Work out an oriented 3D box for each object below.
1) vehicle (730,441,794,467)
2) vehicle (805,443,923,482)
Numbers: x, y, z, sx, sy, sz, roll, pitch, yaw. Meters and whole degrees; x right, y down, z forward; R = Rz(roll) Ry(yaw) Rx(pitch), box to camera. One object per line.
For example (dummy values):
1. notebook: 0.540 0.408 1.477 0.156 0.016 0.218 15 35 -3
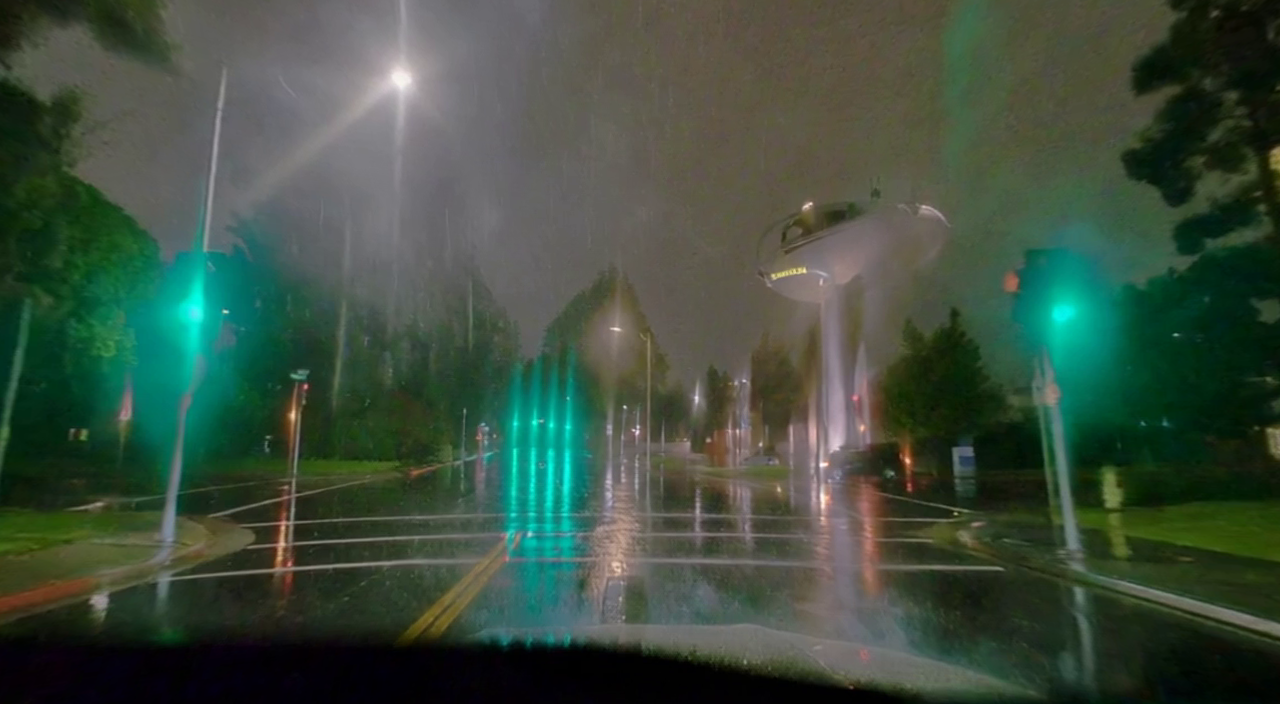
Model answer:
1. vehicle: 6.863 5.749 35.493 3.191 1.365 1.458 -5 -9 30
2. vehicle: 9.764 4.835 27.634 4.448 1.637 1.881 0 -9 0
